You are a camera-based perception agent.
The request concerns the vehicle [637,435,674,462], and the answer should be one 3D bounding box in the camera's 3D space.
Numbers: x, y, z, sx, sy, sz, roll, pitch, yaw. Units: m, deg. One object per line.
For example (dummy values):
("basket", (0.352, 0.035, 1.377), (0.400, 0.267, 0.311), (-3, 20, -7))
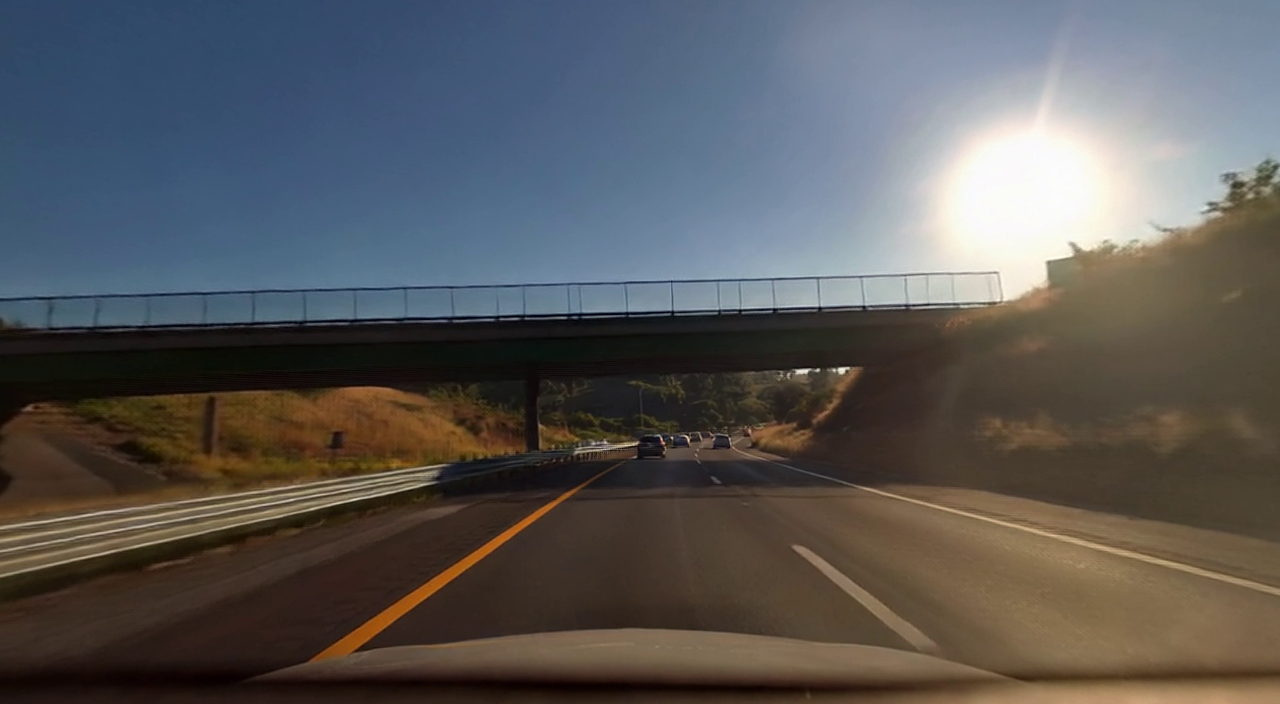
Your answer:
("vehicle", (0.980, 5.602, 36.811), (1.993, 1.461, 3.812), (-1, -8, 4))
